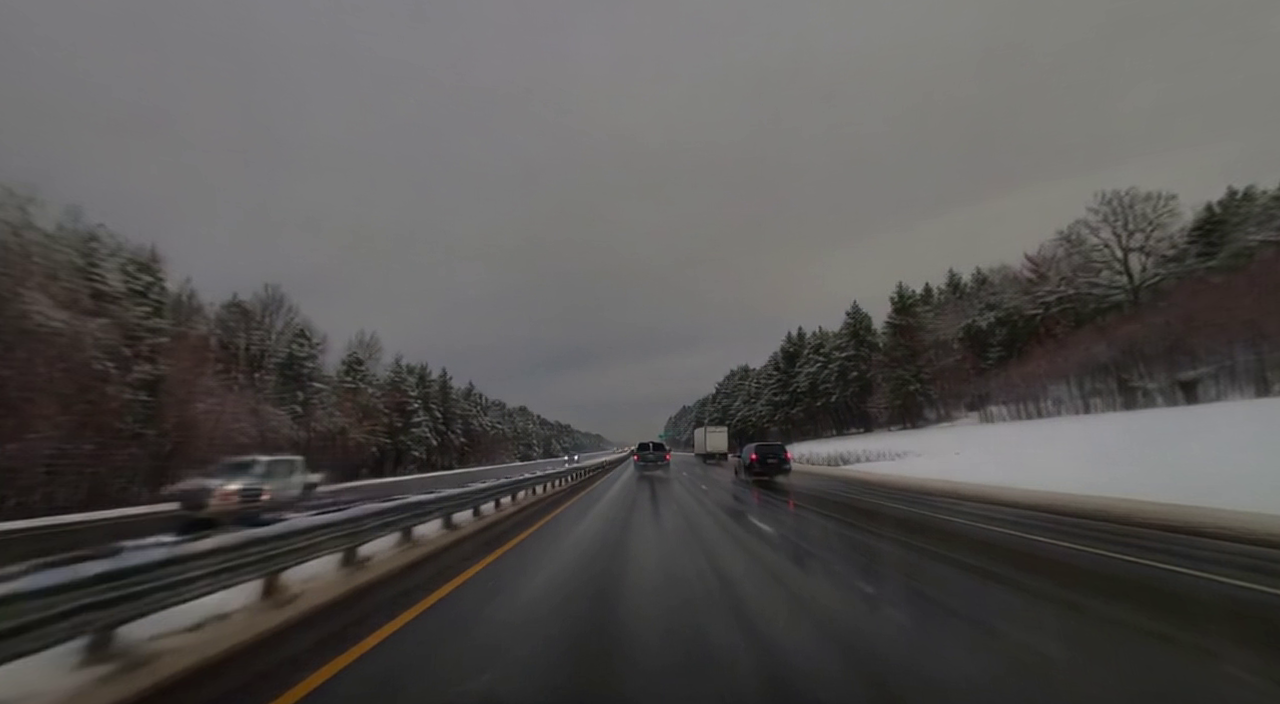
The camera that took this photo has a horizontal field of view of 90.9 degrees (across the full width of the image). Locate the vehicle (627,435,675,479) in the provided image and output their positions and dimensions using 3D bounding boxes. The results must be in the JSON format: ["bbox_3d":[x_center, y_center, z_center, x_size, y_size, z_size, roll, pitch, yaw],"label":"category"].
[{"bbox_3d":[0.501,5.024,30.285,2.143,1.925,4.101,0,-9,0],"label":"vehicle"}]

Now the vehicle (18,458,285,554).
[{"bbox_3d":[-9.429,2.950,12.785,1.827,1.488,4.455,0,-9,0],"label":"vehicle"}]

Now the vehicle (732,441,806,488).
[{"bbox_3d":[4.610,4.053,23.067,1.868,1.566,3.509,0,-9,-1],"label":"vehicle"}]
